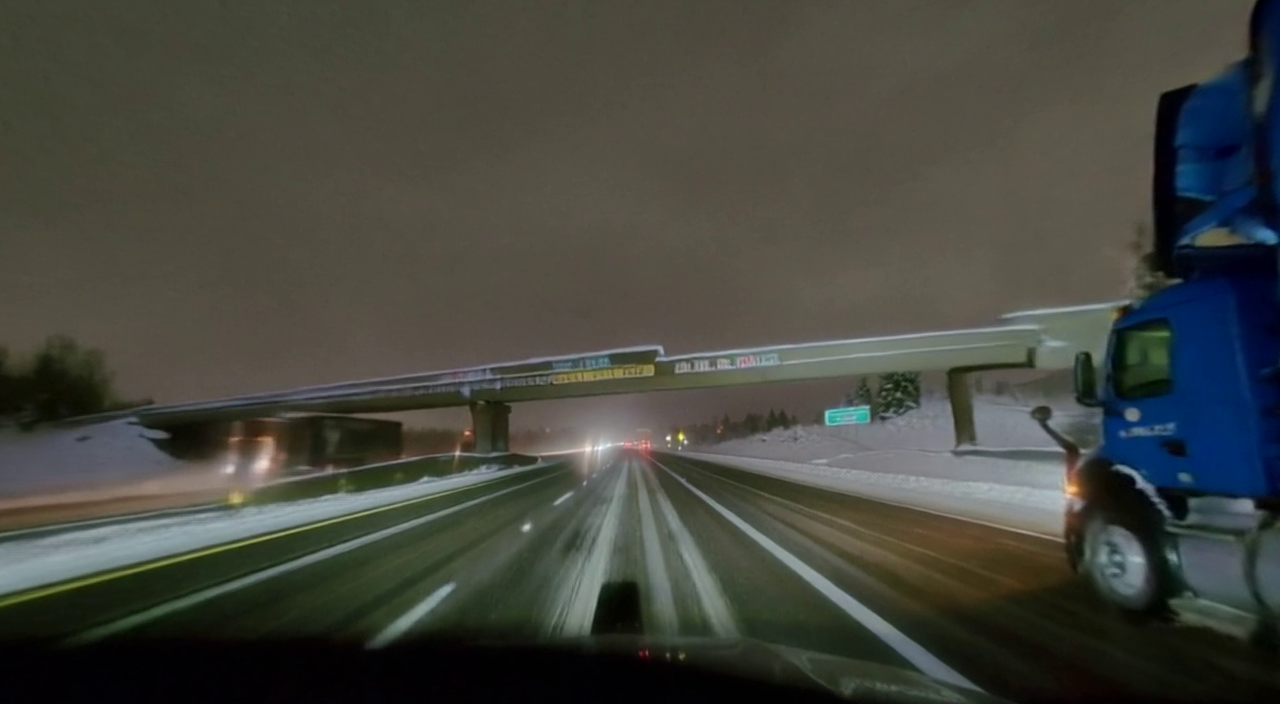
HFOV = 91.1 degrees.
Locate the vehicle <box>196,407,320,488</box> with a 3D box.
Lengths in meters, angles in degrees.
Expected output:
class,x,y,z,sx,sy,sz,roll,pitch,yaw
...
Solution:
class,x,y,z,sx,sy,sz,roll,pitch,yaw
vehicle,-20.746,5.247,34.651,3.012,4.000,5.979,0,-9,-1
